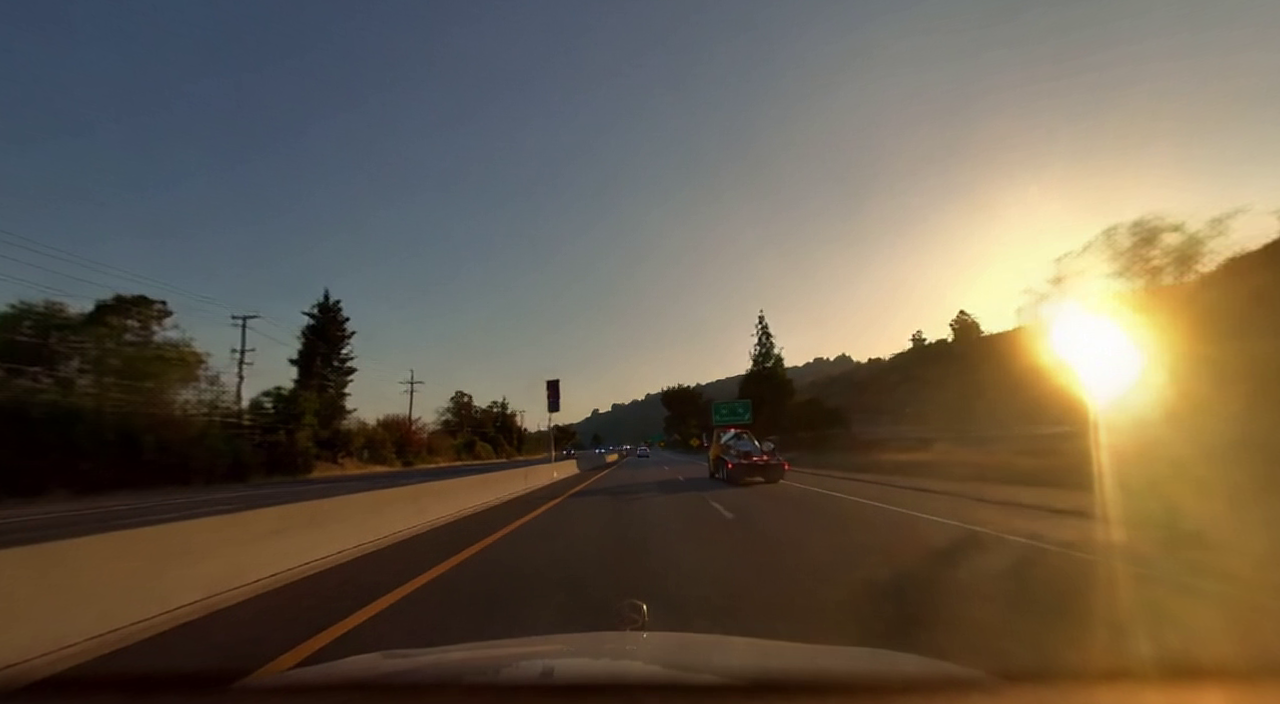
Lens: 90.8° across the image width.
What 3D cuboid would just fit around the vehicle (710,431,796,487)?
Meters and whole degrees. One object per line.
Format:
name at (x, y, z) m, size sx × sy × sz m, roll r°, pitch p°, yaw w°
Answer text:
vehicle at (4.367, 4.269, 25.399) m, size 2.309 × 2.003 × 5.139 m, roll 0°, pitch -9°, yaw -2°
